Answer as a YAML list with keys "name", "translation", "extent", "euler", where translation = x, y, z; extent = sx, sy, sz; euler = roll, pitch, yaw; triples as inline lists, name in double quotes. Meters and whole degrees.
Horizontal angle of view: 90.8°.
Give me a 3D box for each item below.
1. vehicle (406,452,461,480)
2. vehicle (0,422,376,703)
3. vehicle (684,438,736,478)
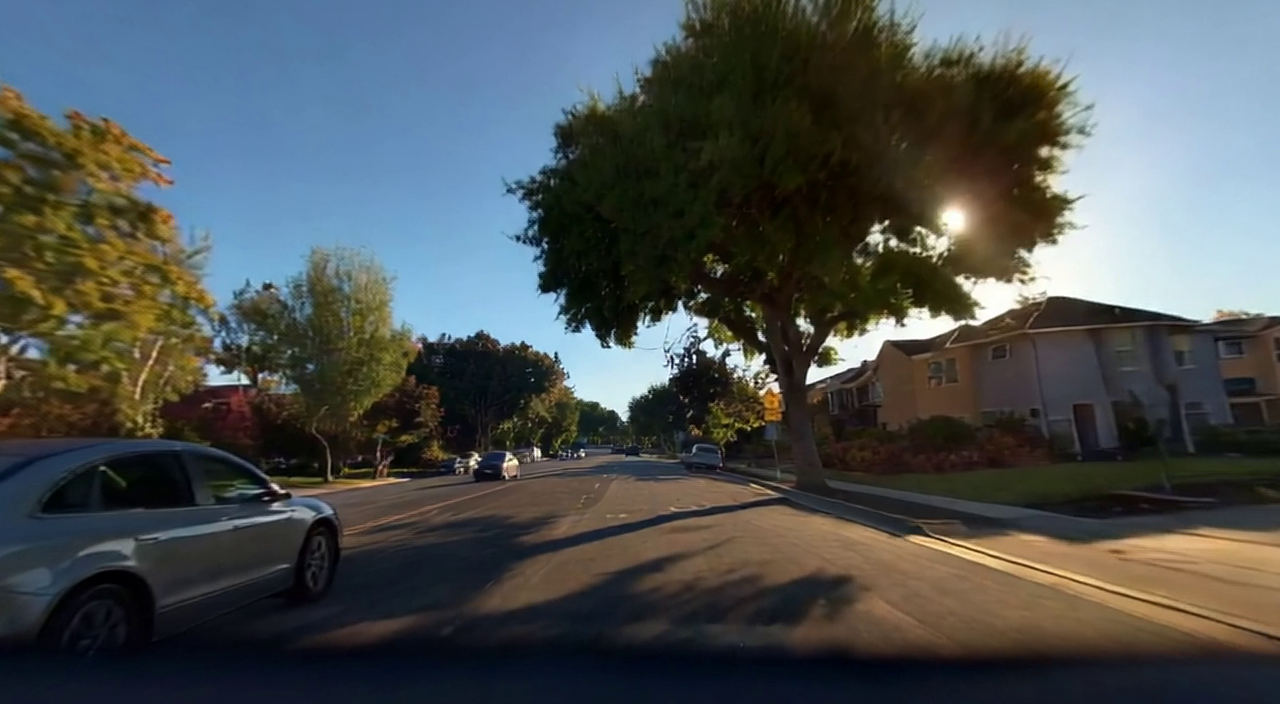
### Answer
- name: "vehicle"
  translation: [-13.843, 7.634, 42.657]
  extent: [2.042, 1.670, 4.702]
  euler: [-1, -8, 1]
- name: "vehicle"
  translation: [-3.440, 1.170, 3.506]
  extent: [1.969, 1.459, 4.619]
  euler: [0, -8, 0]
- name: "vehicle"
  translation: [3.575, 5.511, 33.155]
  extent: [2.130, 1.873, 4.886]
  euler: [0, -8, 0]
